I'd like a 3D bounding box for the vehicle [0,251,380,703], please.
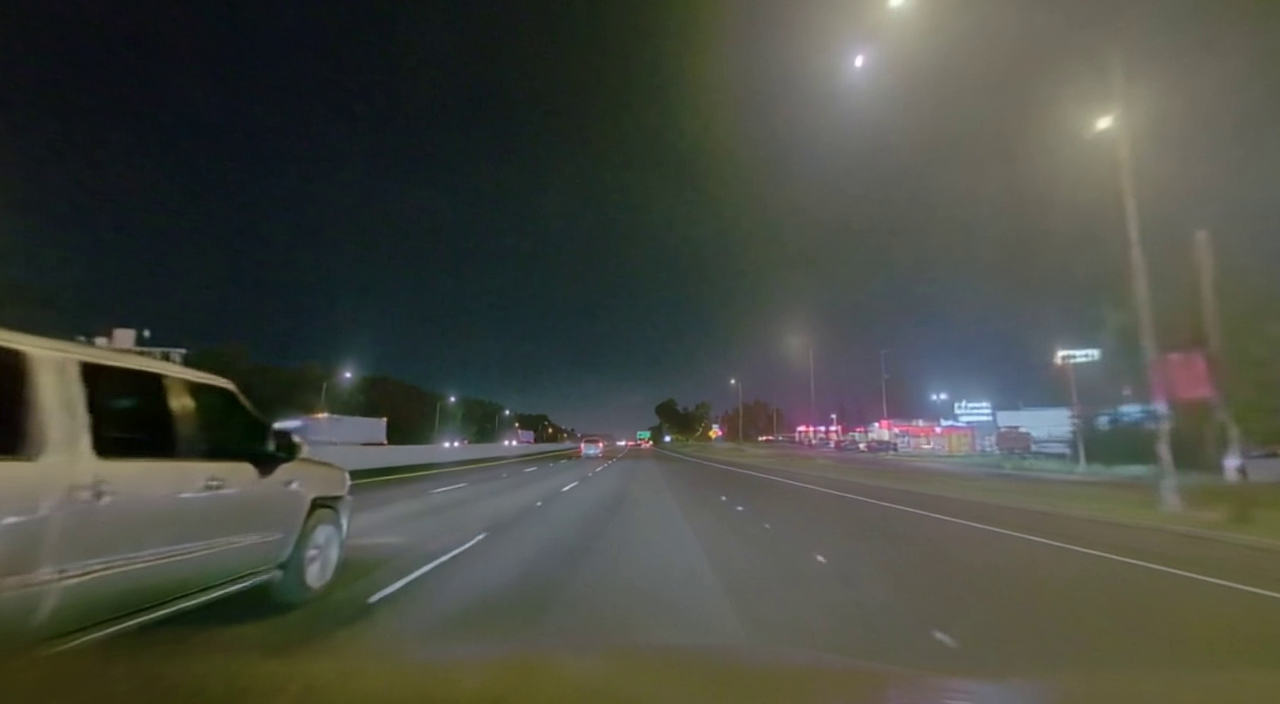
[{"bbox_3d":[-3.977,0.800,3.652,2.352,2.209,5.802,0,-8,1],"label":"vehicle"}]
